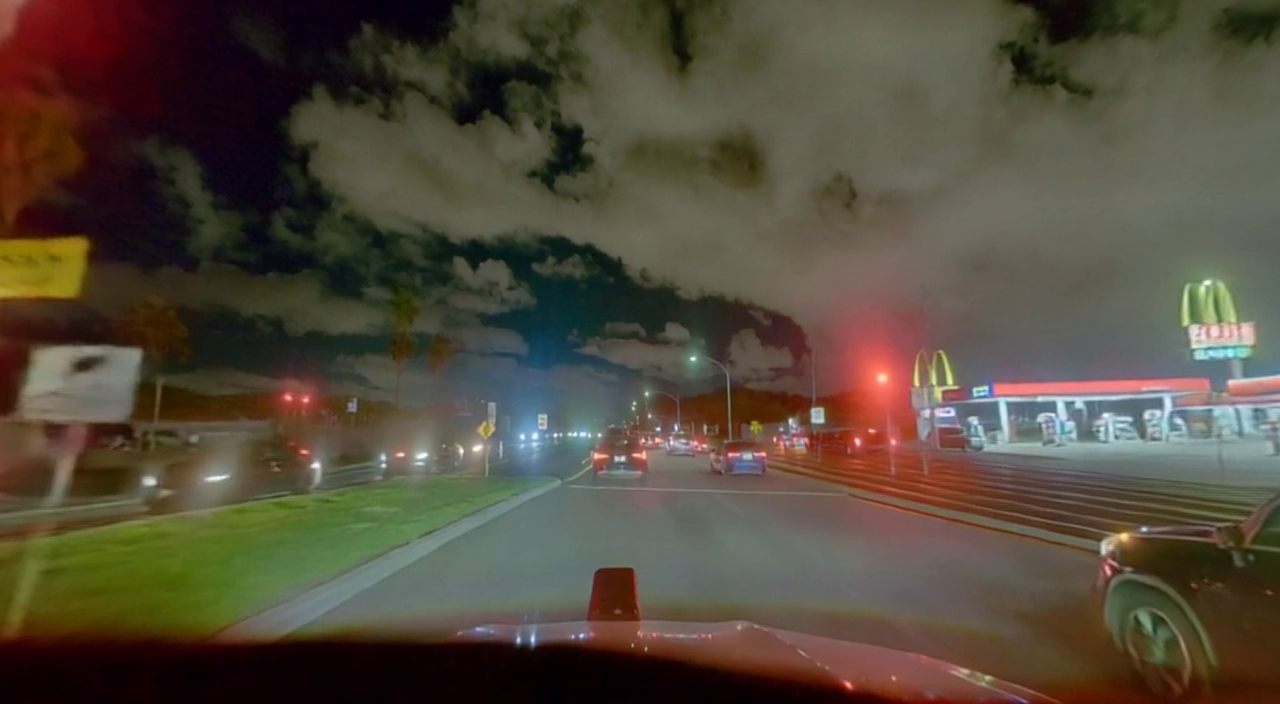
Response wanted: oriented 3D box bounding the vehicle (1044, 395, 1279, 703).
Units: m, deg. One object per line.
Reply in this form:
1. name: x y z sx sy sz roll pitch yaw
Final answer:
1. vehicle: 3.519 0.802 1.746 1.987 1.474 4.198 0 -8 0

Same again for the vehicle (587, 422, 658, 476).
1. vehicle: -0.674 3.133 20.523 2.021 1.550 4.090 1 -8 -5

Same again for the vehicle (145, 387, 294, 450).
1. vehicle: -23.932 4.013 36.657 2.791 3.271 7.924 -1 -8 3

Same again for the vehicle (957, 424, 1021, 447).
1. vehicle: 27.093 6.500 49.162 3.856 1.515 1.691 -3 -8 3

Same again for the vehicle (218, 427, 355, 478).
1. vehicle: -11.463 3.299 20.938 1.865 1.472 4.532 0 -8 1

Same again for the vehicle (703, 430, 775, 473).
1. vehicle: 3.604 3.703 23.756 1.889 1.448 4.262 0 -8 -1

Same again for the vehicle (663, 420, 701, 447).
1. vehicle: 2.962 5.950 45.922 2.299 1.803 5.434 0 -8 -1

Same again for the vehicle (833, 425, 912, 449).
1. vehicle: 14.634 5.399 39.931 4.293 1.438 1.773 0 -8 0

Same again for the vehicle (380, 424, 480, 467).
1. vehicle: -7.935 3.618 24.450 2.052 1.483 4.751 -1 -8 3

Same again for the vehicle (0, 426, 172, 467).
1. vehicle: -20.981 3.585 23.952 4.858 1.489 2.147 -1 -8 5
